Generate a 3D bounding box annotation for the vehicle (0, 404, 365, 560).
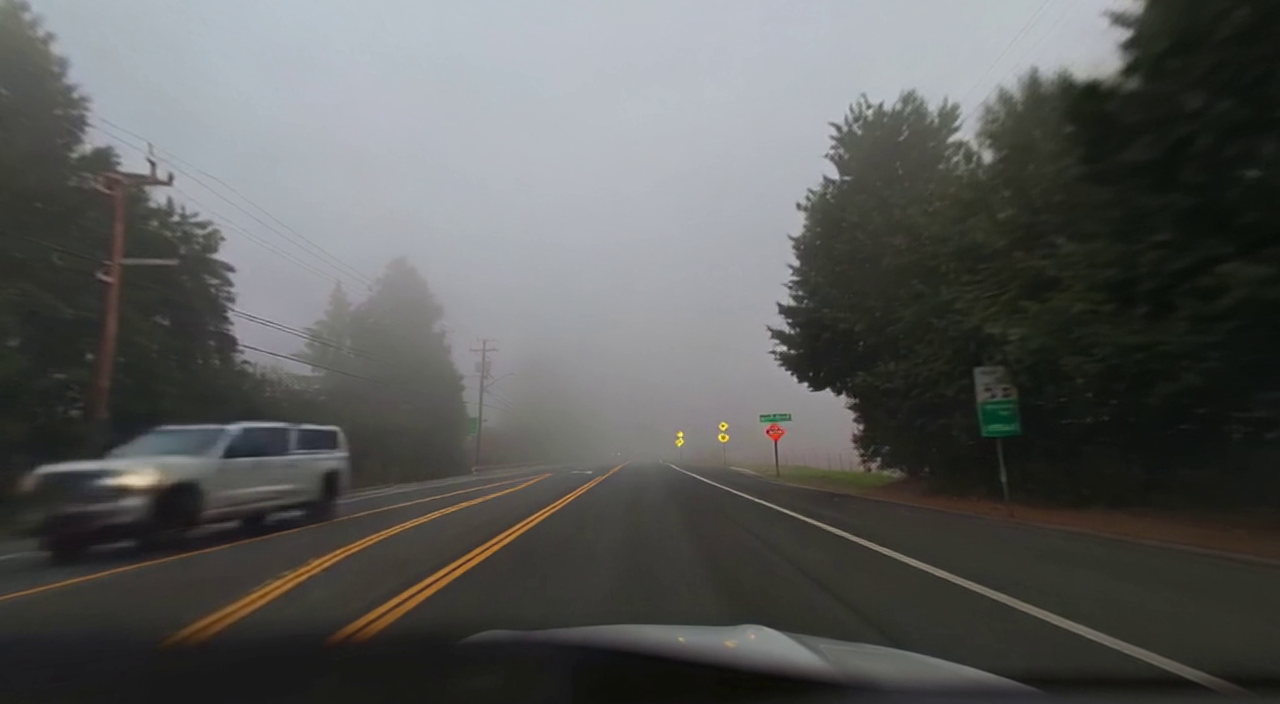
[{"bbox_3d":[-7.848,2.238,11.708,2.766,2.122,5.753,-1,-8,1],"label":"vehicle"}]
